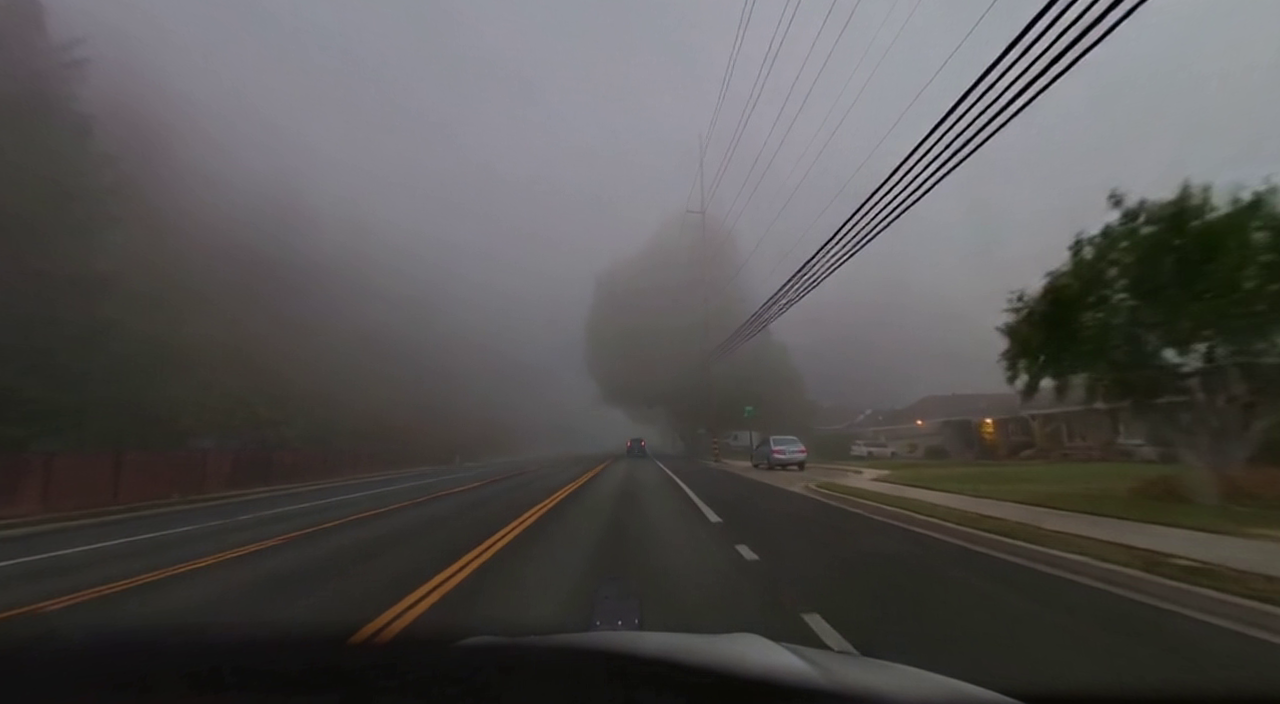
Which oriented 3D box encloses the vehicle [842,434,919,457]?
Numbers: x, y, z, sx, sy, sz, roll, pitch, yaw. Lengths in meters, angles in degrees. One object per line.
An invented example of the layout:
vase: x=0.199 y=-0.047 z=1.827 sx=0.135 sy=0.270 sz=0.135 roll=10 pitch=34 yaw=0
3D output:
vehicle: x=15.007 y=5.840 z=39.443 sx=4.034 sy=1.403 sz=1.821 roll=0 pitch=-8 yaw=-2

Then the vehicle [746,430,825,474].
vehicle: x=5.944 y=4.130 z=26.372 sx=2.039 sy=1.637 sz=4.782 roll=0 pitch=-8 yaw=-1
